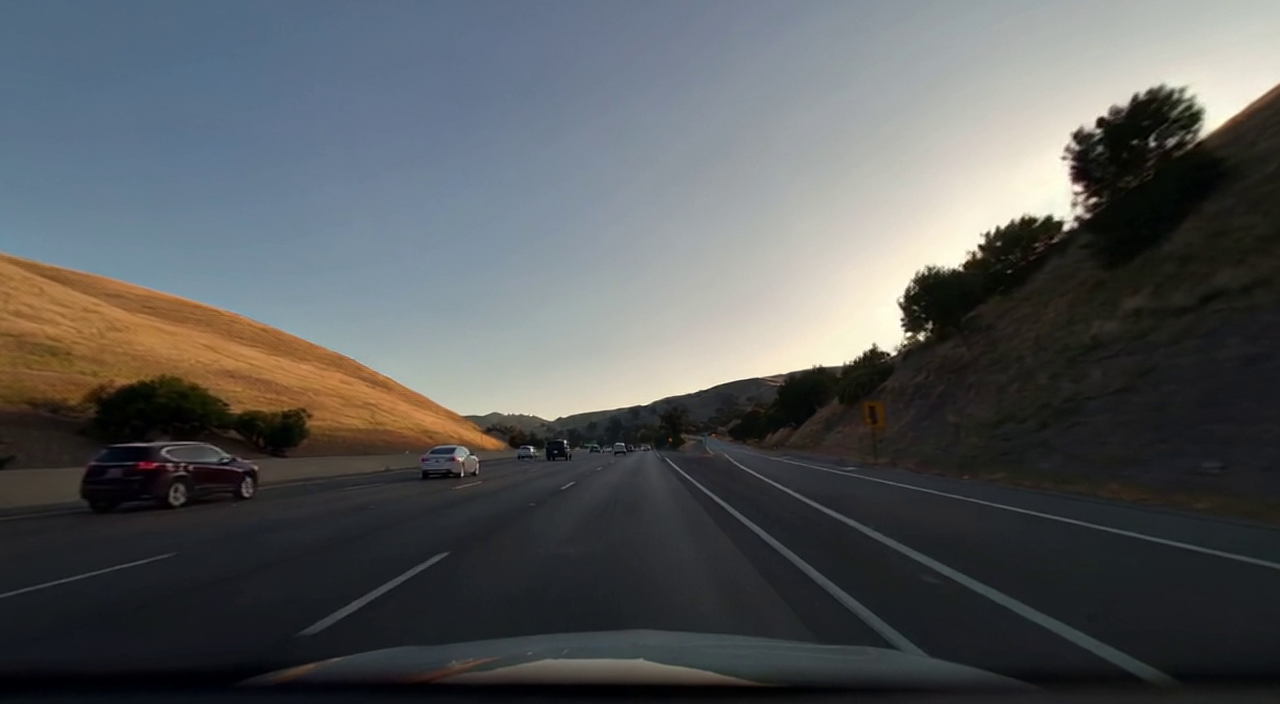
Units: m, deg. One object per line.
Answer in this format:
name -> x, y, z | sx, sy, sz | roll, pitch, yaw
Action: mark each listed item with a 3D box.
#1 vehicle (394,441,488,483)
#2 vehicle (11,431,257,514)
vehicle -> -7.544, 4.209, 24.432 | 2.107, 1.484, 4.449 | 0, -9, 1
vehicle -> -11.650, 2.786, 15.100 | 2.020, 1.645, 4.629 | 0, -9, 0
